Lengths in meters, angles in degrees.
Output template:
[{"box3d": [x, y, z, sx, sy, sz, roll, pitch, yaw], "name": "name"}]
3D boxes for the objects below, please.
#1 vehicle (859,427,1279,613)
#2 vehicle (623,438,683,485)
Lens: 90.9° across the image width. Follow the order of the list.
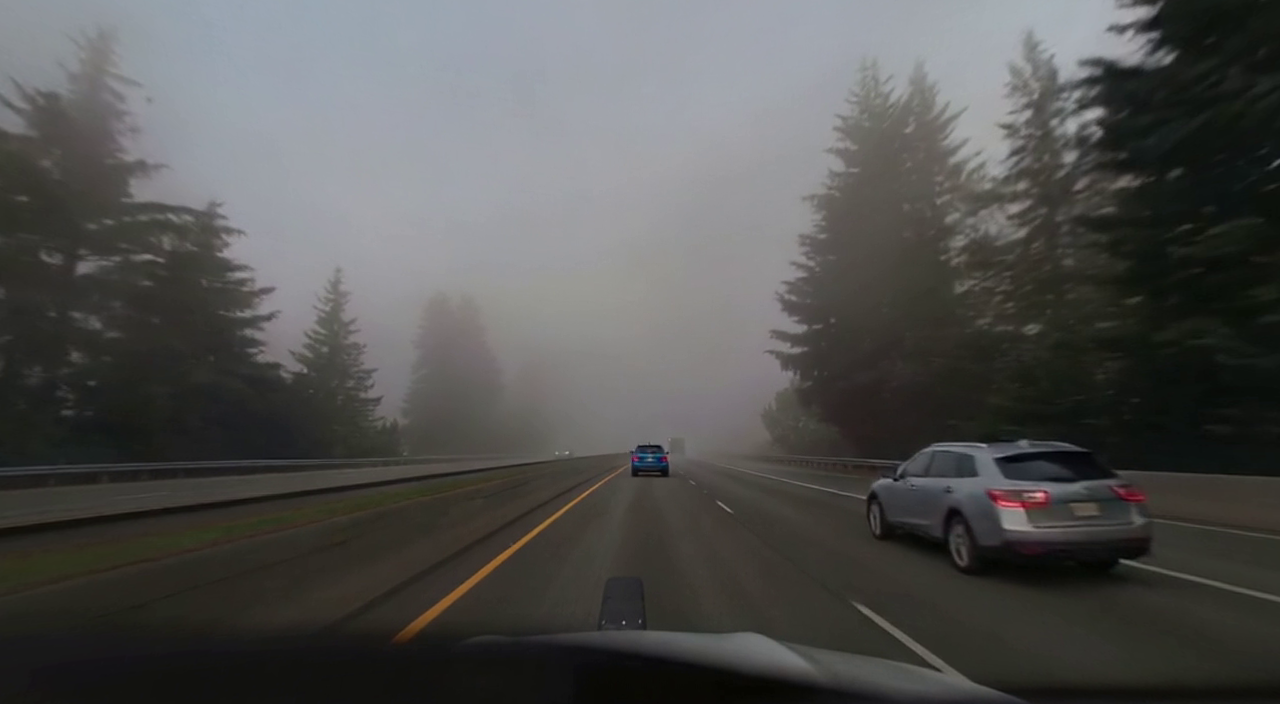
[{"box3d": [4.282, 1.710, 7.366, 1.864, 1.489, 4.379, 0, -9, 0], "name": "vehicle"}, {"box3d": [0.494, 4.348, 25.202, 2.190, 1.706, 4.062, 0, -9, 1], "name": "vehicle"}]
